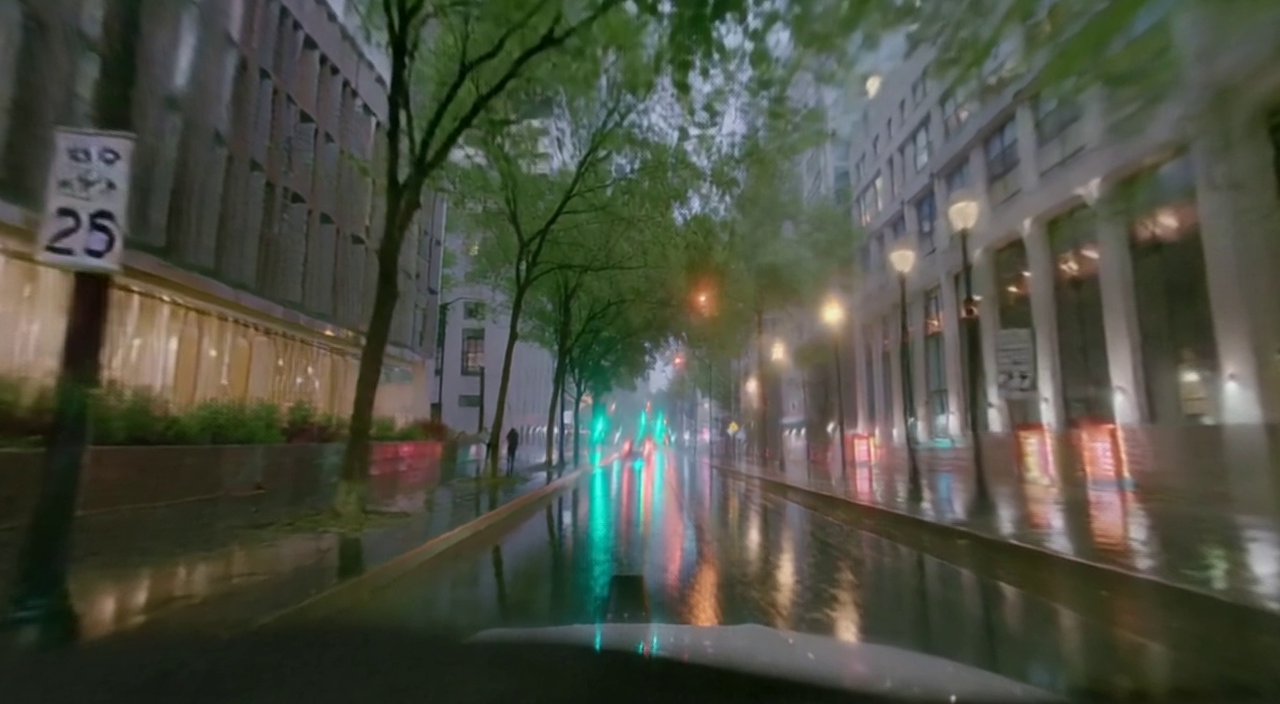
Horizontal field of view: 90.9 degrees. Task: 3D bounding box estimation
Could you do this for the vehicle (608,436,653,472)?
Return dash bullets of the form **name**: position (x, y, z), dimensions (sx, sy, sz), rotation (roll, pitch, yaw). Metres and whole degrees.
- **vehicle**: position (-0.477, 5.044, 31.329), dimensions (2.079, 1.621, 3.861), rotation (0, -9, -1)
